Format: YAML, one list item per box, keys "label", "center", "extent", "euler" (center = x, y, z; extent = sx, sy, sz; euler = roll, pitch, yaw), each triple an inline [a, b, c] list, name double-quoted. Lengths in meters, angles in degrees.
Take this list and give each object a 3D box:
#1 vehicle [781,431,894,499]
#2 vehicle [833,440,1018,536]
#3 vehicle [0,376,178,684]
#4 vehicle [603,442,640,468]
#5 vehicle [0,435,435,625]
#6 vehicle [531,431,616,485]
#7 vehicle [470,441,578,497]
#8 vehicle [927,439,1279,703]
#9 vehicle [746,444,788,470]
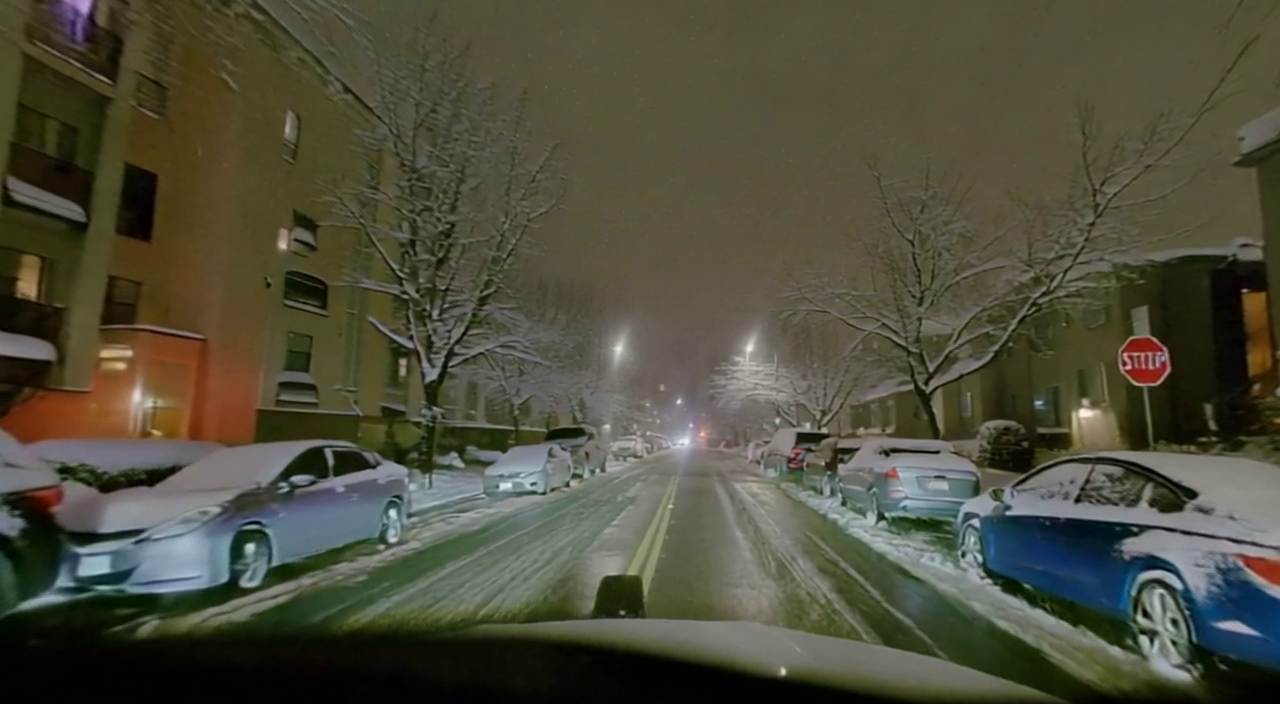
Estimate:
- label: "vehicle"
  center: [5.571, 3.236, 18.518]
  extent: [2.219, 1.744, 4.252]
  euler: [-1, -8, 5]
- label: "vehicle"
  center: [5.092, 2.427, 11.958]
  extent: [1.803, 1.469, 4.022]
  euler: [0, -8, 3]
- label: "vehicle"
  center: [-4.724, 0.870, 2.593]
  extent: [1.946, 1.744, 4.584]
  euler: [-1, -8, 4]
- label: "vehicle"
  center: [-1.079, 6.383, 39.459]
  extent: [1.939, 1.513, 4.401]
  euler: [-1, -8, 3]
- label: "vehicle"
  center: [-4.289, 1.761, 7.513]
  extent: [1.902, 1.478, 4.696]
  euler: [-1, -7, 3]
- label: "vehicle"
  center: [-2.487, 4.148, 25.335]
  extent: [2.229, 1.869, 5.791]
  euler: [-2, -8, 6]
- label: "vehicle"
  center: [-3.324, 3.450, 19.065]
  extent: [1.921, 1.463, 4.313]
  euler: [-1, -8, 7]
- label: "vehicle"
  center: [4.376, 1.492, 5.392]
  extent: [2.084, 1.441, 4.402]
  euler: [-1, -8, 5]
- label: "vehicle"
  center: [7.383, 6.131, 37.147]
  extent: [1.865, 1.456, 4.329]
  euler: [0, -8, 4]
